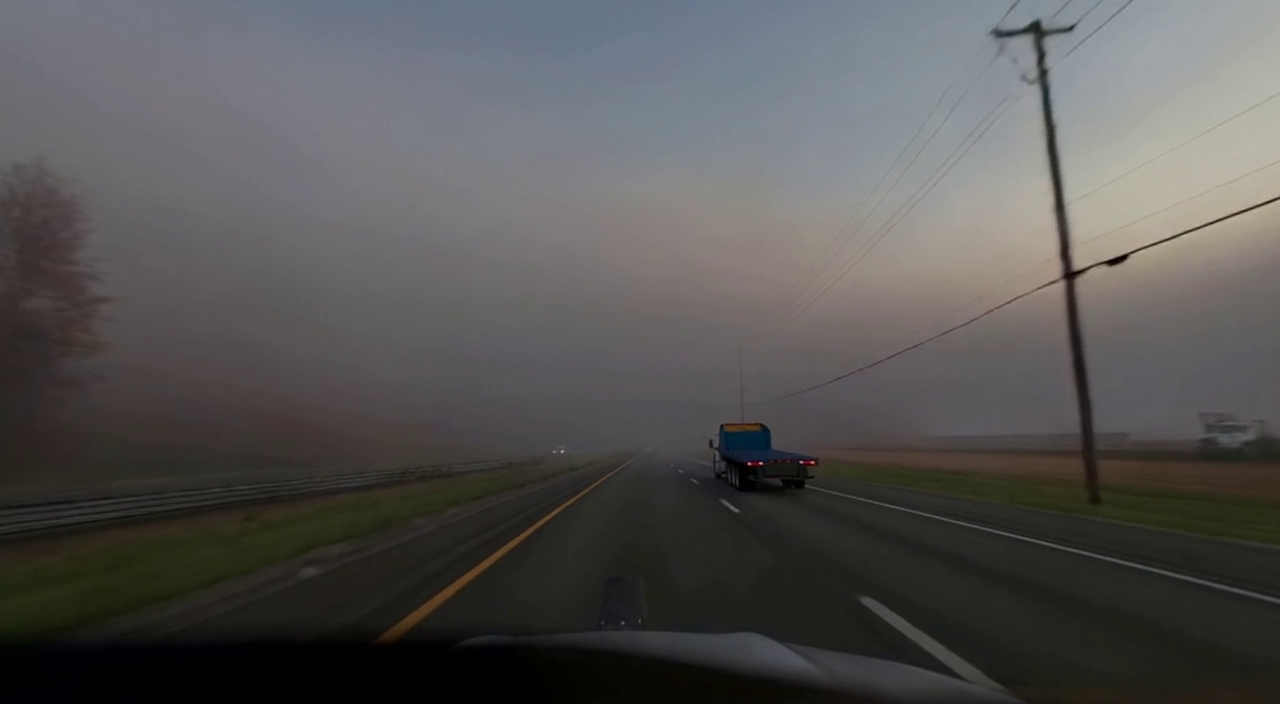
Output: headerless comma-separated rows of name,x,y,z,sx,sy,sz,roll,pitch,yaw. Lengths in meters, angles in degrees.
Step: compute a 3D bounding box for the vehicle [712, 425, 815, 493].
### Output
vehicle,3.762,3.393,20.289,2.228,1.852,5.449,0,-8,0
